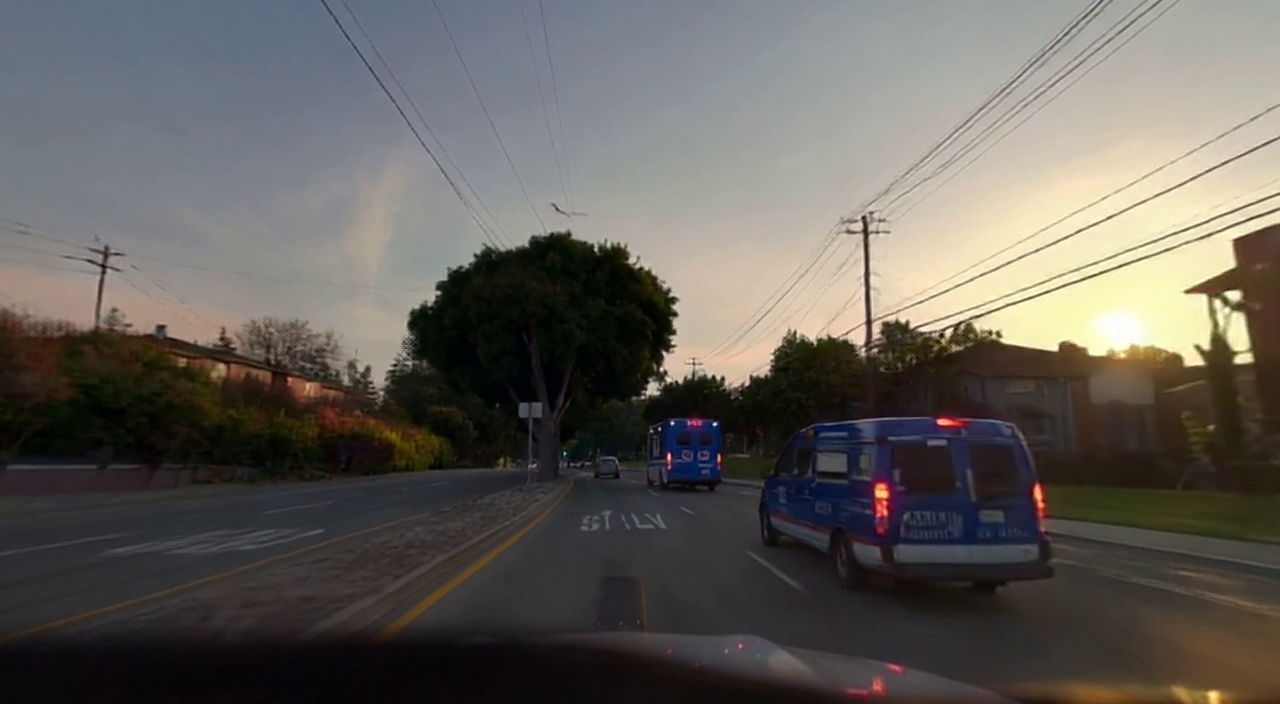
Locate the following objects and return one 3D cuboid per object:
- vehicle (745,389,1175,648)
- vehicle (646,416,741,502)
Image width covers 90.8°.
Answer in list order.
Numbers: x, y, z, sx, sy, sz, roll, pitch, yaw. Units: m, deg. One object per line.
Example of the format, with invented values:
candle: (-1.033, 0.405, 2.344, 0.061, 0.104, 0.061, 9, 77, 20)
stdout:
vehicle: (2.843, 1.604, 7.266, 2.194, 1.922, 4.822, 0, -8, -3)
vehicle: (1.728, 3.787, 22.791, 2.406, 2.687, 5.521, 1, -9, -6)
